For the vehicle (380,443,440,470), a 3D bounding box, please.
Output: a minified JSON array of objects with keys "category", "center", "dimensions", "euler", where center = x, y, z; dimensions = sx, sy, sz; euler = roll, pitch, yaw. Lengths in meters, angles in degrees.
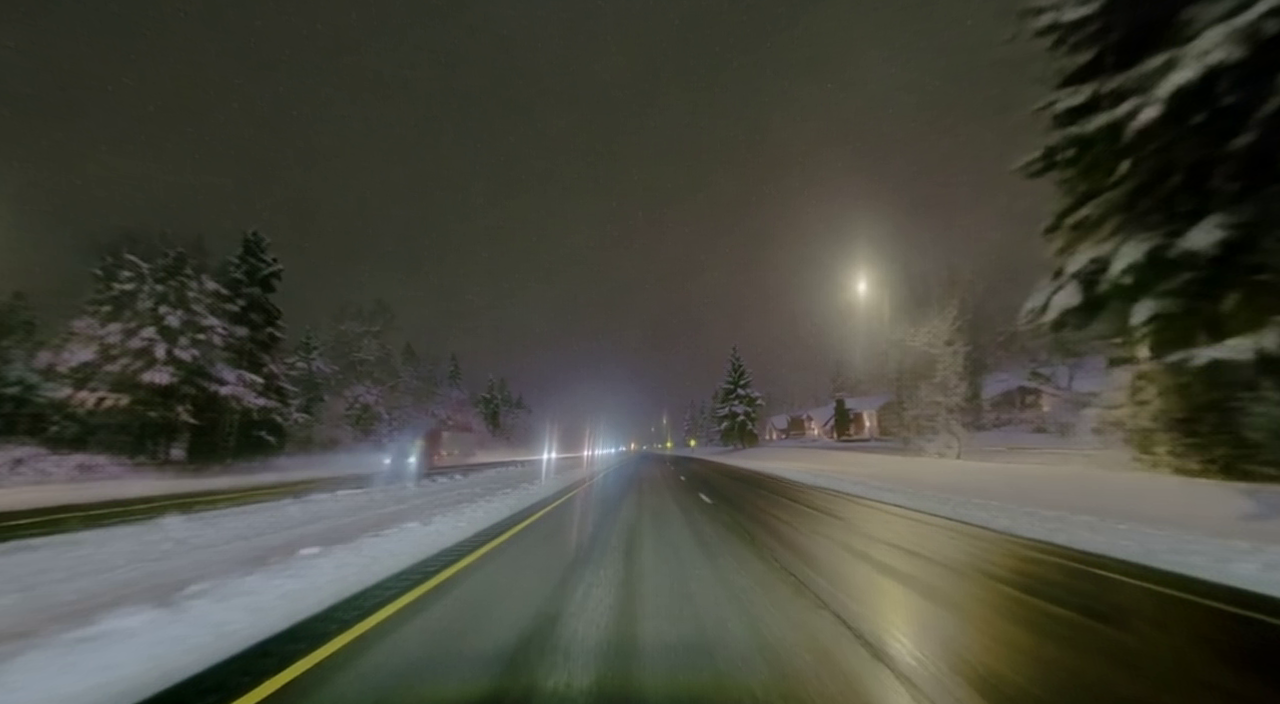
[{"category":"vehicle","center":[-17.375,7.933,47.977],"dimensions":[2.203,1.902,5.750],"euler":[-1,-9,2]}]
